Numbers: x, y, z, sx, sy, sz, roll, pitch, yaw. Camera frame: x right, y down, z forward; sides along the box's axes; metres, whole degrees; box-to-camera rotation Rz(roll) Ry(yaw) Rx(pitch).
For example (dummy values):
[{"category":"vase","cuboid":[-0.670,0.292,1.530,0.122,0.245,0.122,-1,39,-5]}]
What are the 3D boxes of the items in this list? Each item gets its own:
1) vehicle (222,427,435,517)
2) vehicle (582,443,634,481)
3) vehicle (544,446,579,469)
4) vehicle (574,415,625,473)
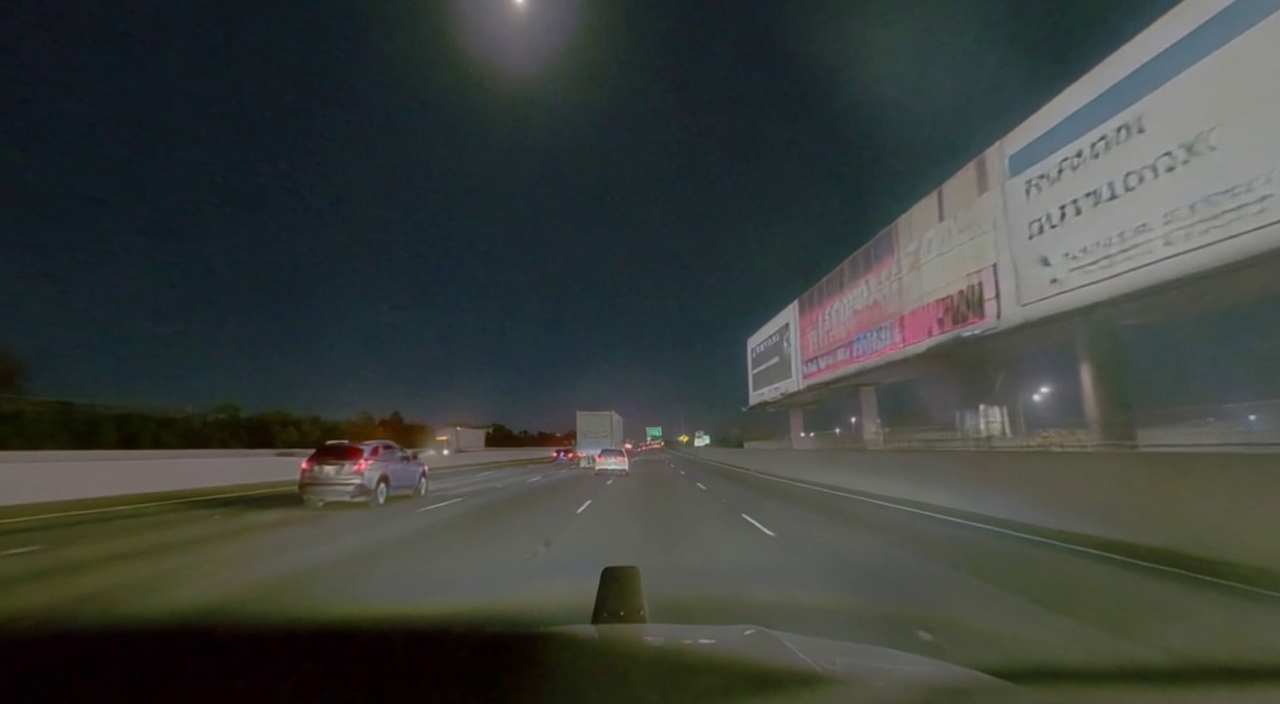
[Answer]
[{"category":"vehicle","cuboid":[-7.024,2.775,15.094,2.401,1.759,5.126,0,-9,1]},{"category":"vehicle","cuboid":[-1.389,4.965,28.601,2.168,1.597,3.615,0,-9,-1]},{"category":"vehicle","cuboid":[-6.073,8.255,49.524,2.124,1.674,4.541,0,-9,1]},{"category":"vehicle","cuboid":[-2.544,6.198,42.404,2.794,3.460,8.595,0,-9,1]}]
